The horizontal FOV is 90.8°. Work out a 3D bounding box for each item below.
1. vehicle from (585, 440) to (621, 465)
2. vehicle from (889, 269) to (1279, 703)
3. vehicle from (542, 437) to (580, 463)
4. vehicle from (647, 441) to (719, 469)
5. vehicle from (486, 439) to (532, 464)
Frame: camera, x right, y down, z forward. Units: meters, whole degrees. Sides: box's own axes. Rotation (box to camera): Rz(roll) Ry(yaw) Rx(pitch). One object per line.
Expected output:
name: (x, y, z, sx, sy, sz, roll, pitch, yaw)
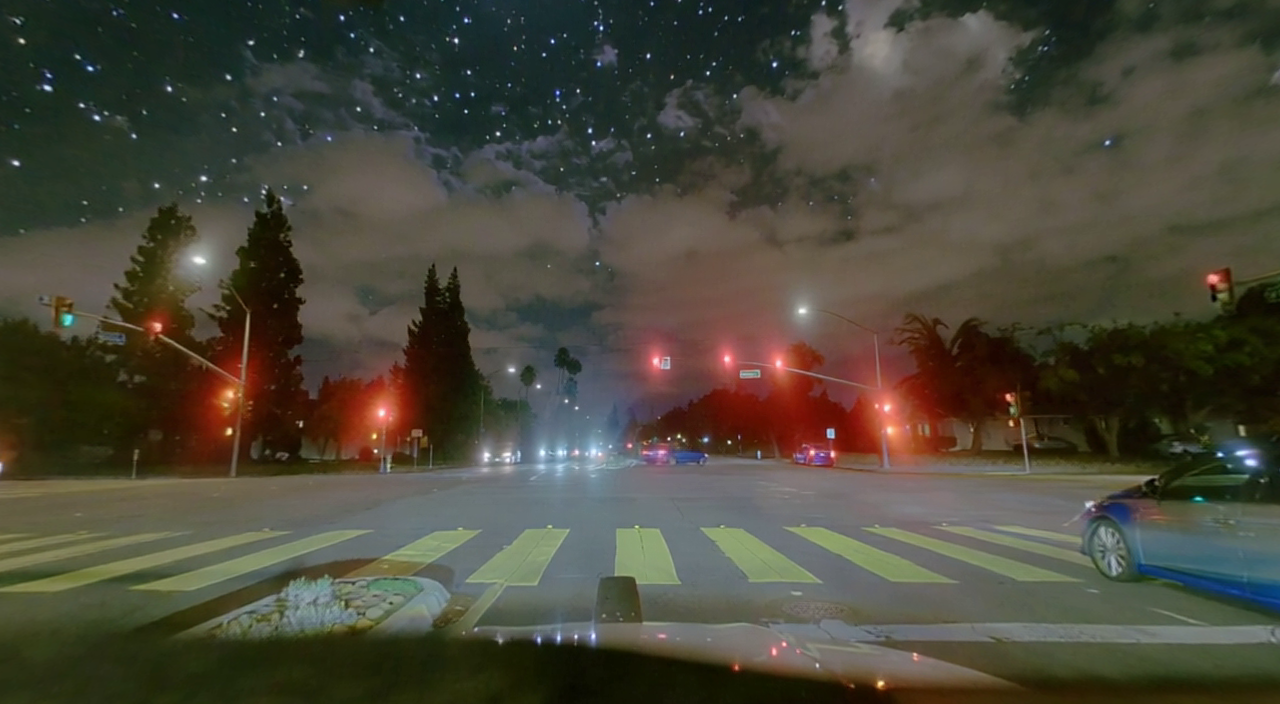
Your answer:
vehicle: (-2.370, 6.607, 41.631, 2.046, 1.491, 4.118, 0, -9, 1)
vehicle: (2.708, 0.707, 1.718, 2.085, 1.800, 4.908, 0, -9, 1)
vehicle: (-5.527, 6.958, 44.828, 2.091, 1.707, 4.157, 0, -9, 0)
vehicle: (2.605, 6.017, 37.270, 2.104, 1.518, 4.999, -5, -10, 32)
vehicle: (-8.940, 6.862, 43.632, 2.028, 1.654, 5.027, 0, -9, 1)
